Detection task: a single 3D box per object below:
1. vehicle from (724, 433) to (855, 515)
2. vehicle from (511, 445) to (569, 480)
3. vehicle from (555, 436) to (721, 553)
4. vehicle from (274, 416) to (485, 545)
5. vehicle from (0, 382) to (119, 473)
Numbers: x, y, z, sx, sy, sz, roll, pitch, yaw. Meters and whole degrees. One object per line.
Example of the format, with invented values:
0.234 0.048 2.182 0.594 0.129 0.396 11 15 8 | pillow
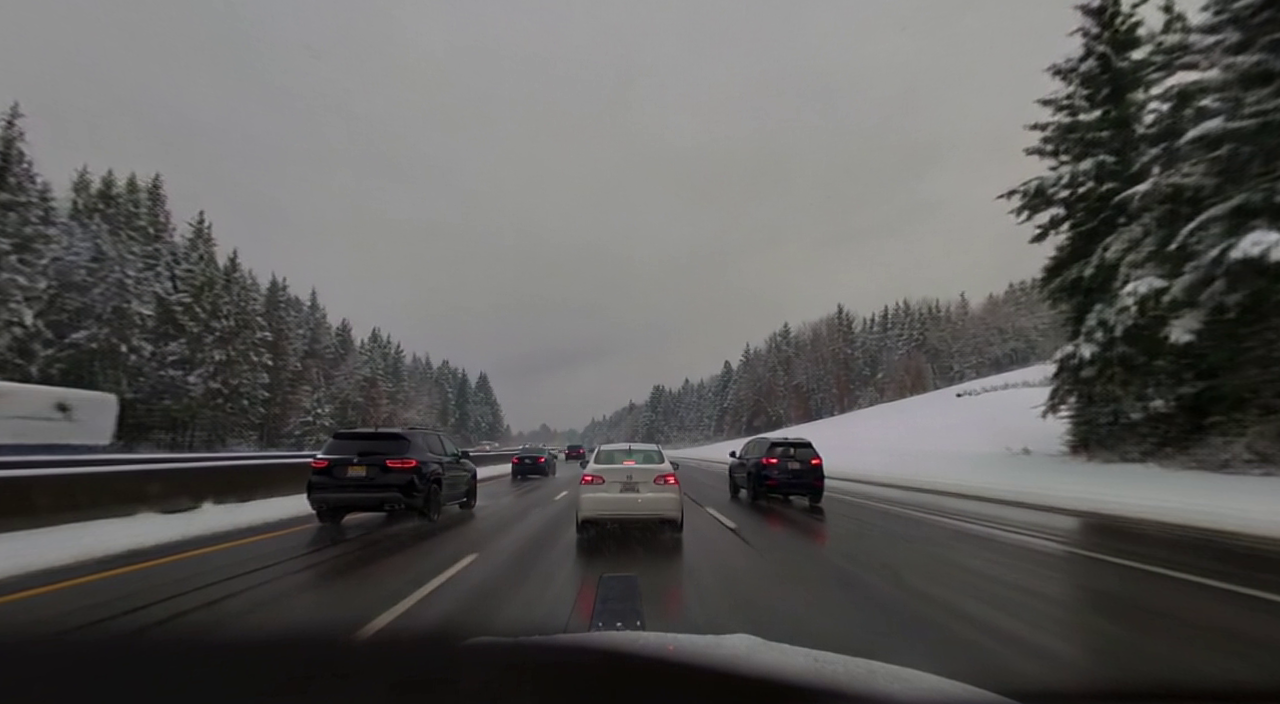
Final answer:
3.395 2.869 15.254 1.996 1.688 4.207 0 -9 -2 | vehicle
-4.581 5.115 29.439 2.122 1.491 3.800 0 -9 -1 | vehicle
-0.098 2.164 10.251 2.120 1.478 4.179 0 -9 -2 | vehicle
-3.991 2.038 10.542 1.830 1.703 4.142 0 -9 -2 | vehicle
-20.428 2.423 19.908 2.417 2.689 6.486 0 -9 -1 | vehicle
